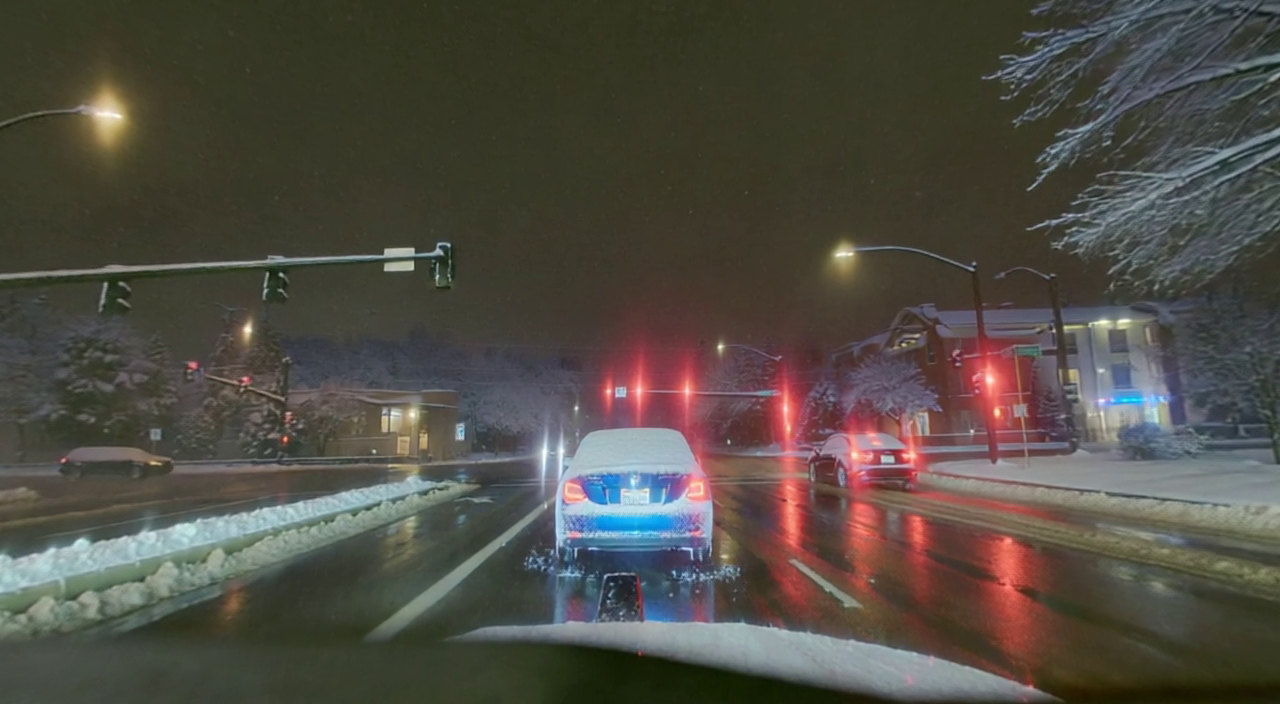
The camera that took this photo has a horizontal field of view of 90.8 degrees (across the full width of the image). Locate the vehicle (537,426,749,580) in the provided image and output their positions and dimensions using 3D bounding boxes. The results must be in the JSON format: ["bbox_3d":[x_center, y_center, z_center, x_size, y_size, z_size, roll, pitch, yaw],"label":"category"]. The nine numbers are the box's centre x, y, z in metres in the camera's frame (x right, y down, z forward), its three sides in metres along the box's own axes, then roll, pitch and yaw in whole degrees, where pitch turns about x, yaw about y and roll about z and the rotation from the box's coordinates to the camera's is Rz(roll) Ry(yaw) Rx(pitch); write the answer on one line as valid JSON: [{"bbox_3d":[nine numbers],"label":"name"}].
[{"bbox_3d":[-0.025,1.795,8.373,2.070,1.488,4.206,0,-8,-2],"label":"vehicle"}]

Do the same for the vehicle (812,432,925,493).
[{"bbox_3d":[7.054,3.440,20.057,2.039,1.692,4.319,0,-8,1],"label":"vehicle"}]

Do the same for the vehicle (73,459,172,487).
[{"bbox_3d":[-32.388,7.560,39.643,4.401,1.625,1.863,0,-8,-4],"label":"vehicle"}]
